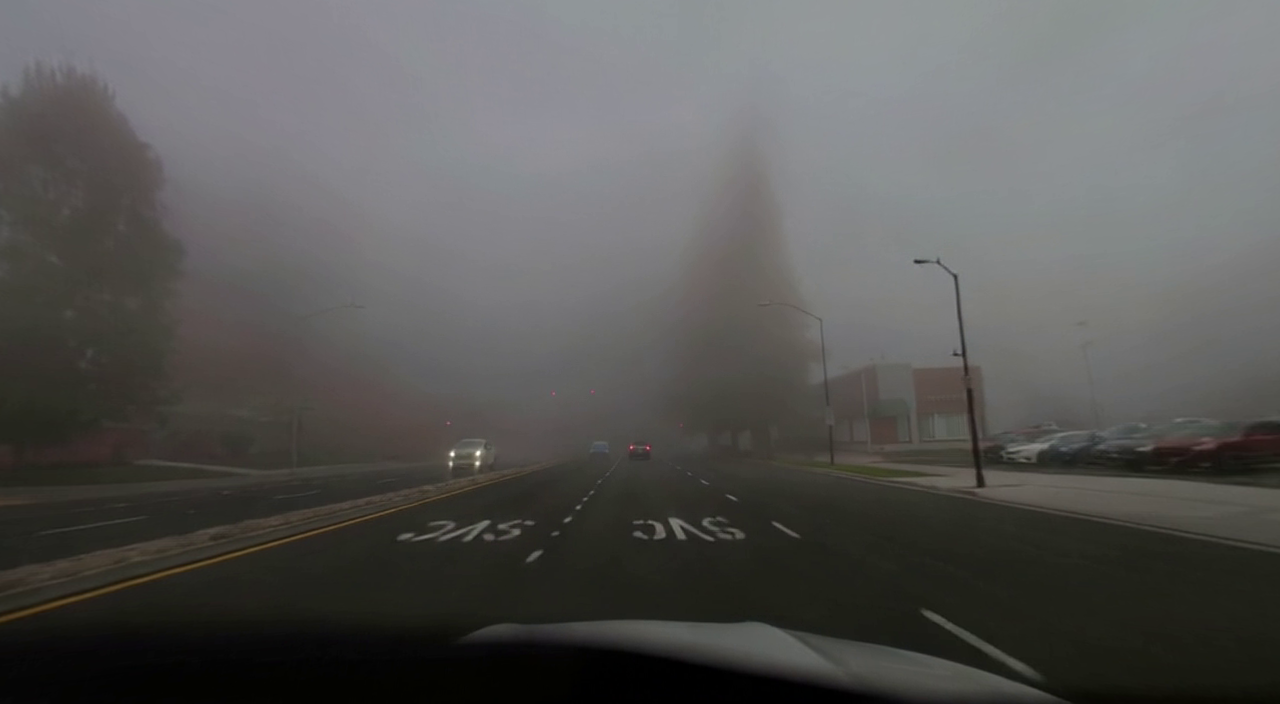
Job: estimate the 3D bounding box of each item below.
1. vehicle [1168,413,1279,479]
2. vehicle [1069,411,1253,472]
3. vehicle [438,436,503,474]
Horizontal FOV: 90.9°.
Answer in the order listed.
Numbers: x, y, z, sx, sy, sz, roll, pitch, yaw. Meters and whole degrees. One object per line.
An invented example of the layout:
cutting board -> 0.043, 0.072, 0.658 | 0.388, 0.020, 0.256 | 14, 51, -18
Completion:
vehicle -> 18.031, 2.542, 17.734 | 4.904, 1.577, 1.863 | -3, -8, -8
vehicle -> 16.901, 2.947, 20.672 | 3.928, 1.661, 2.249 | -3, -9, -1
vehicle -> -8.676, 5.293, 32.714 | 2.149, 1.793, 4.468 | 0, -8, -1
